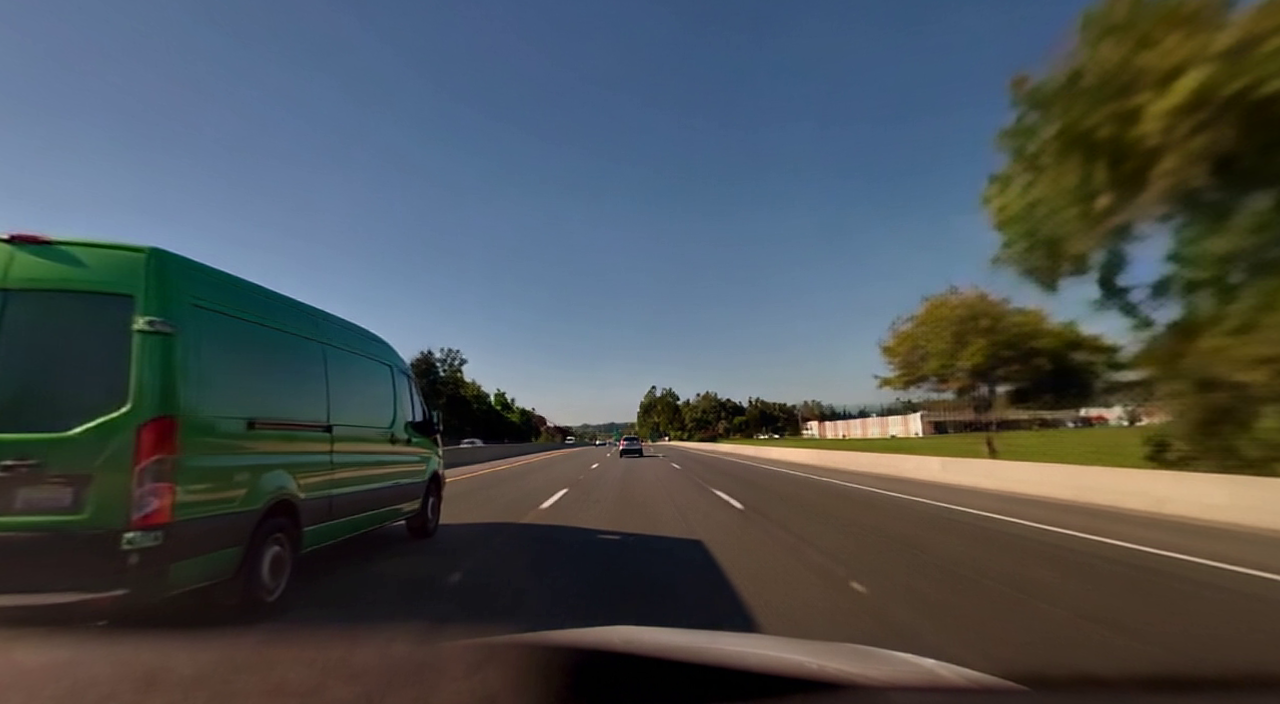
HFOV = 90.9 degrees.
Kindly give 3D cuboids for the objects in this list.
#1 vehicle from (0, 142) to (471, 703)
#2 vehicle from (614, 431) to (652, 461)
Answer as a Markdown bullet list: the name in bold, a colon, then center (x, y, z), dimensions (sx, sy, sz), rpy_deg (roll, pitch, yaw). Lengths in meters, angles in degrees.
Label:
- **vehicle**: center (-3.427, 0.745, 5.457), dimensions (2.424, 2.577, 5.828), rpy_deg (0, -8, -2)
- **vehicle**: center (-0.425, 5.569, 37.534), dimensions (2.104, 1.646, 4.176), rpy_deg (0, -8, -1)
